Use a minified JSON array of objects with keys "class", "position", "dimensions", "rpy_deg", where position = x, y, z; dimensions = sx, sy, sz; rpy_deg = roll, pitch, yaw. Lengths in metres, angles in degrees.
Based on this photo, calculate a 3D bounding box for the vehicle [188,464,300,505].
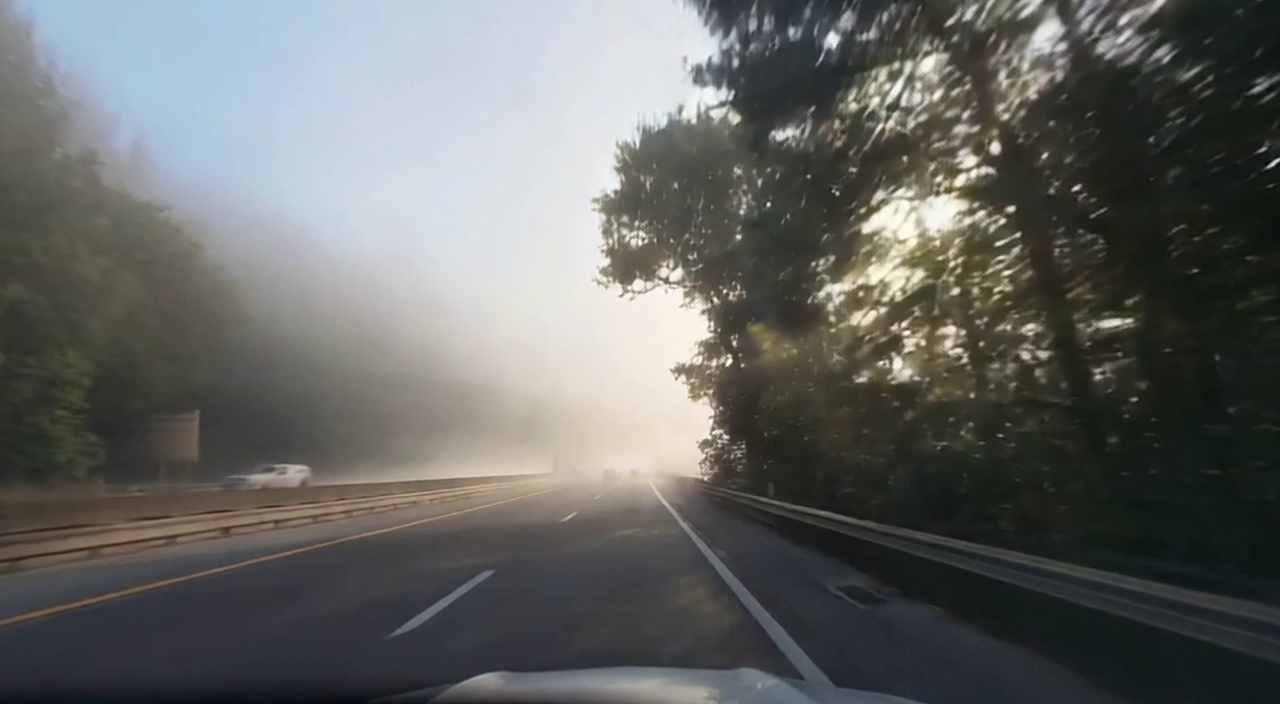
[{"class":"vehicle","position":[-17.210,5.767,27.697],"dimensions":[1.888,1.600,4.594],"rpy_deg":[1,-11,-1]}]
